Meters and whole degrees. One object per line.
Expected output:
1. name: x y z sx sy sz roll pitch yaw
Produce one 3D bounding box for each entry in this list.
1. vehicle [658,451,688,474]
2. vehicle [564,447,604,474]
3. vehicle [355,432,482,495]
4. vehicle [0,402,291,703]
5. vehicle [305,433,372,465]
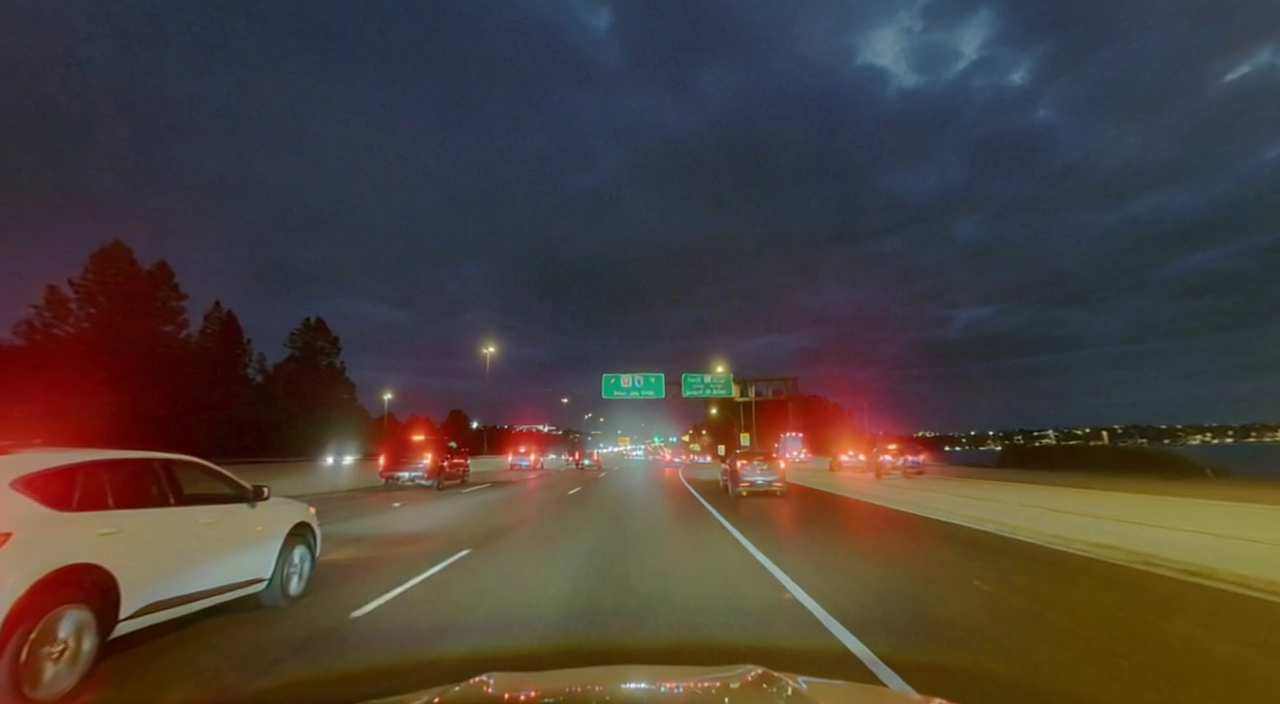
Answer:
1. vehicle: 2.462 8.229 47.070 2.153 1.510 4.646 0 -9 3
2. vehicle: -3.667 7.227 42.254 2.132 1.708 4.571 0 -9 1
3. vehicle: -7.466 3.823 22.034 2.250 1.870 5.647 0 -9 2
4. vehicle: -4.123 1.037 3.196 2.027 1.547 4.511 0 -9 1
5. vehicle: -23.597 7.619 49.520 2.237 2.265 5.746 0 -9 2
